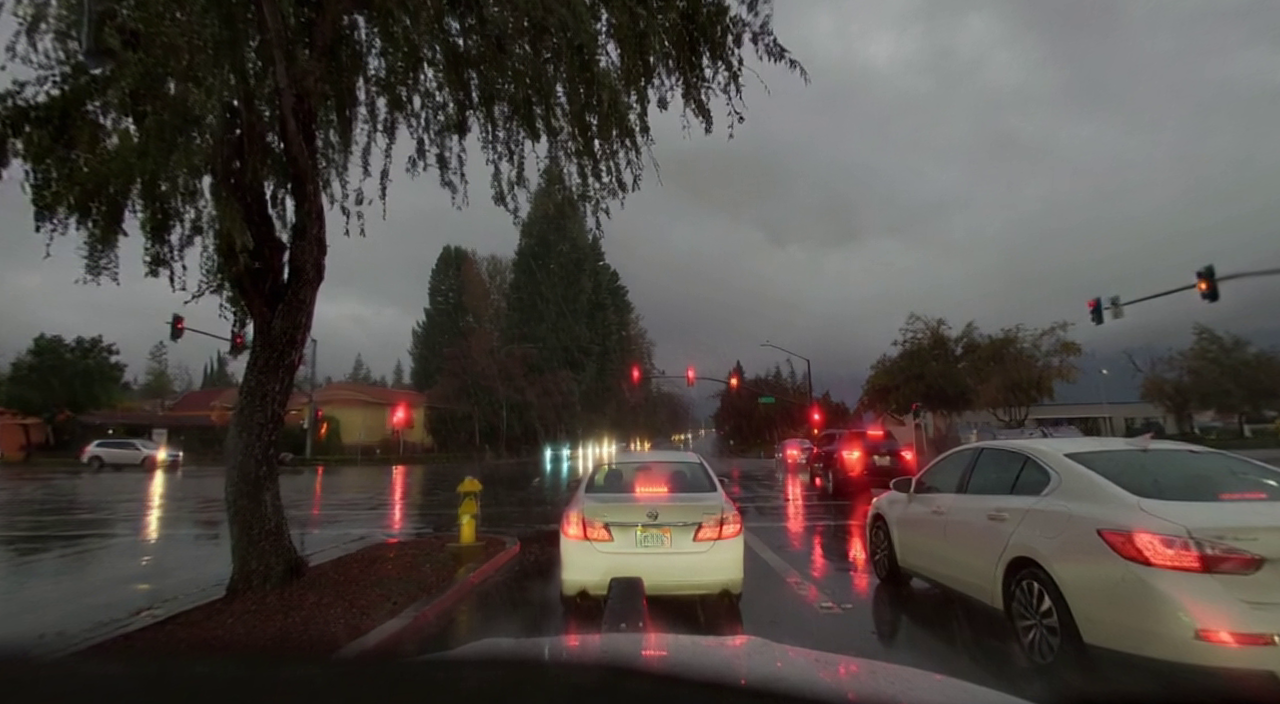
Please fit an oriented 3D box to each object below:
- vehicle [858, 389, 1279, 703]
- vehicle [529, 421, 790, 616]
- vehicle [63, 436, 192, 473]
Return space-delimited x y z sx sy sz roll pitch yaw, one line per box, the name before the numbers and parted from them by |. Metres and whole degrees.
vehicle | 3.176 1.125 3.892 1.931 1.493 4.555 0 -8 -1
vehicle | 0.110 1.569 6.865 2.017 1.485 3.813 0 -8 -1
vehicle | -24.275 4.865 29.983 4.450 1.684 1.894 0 -8 0
